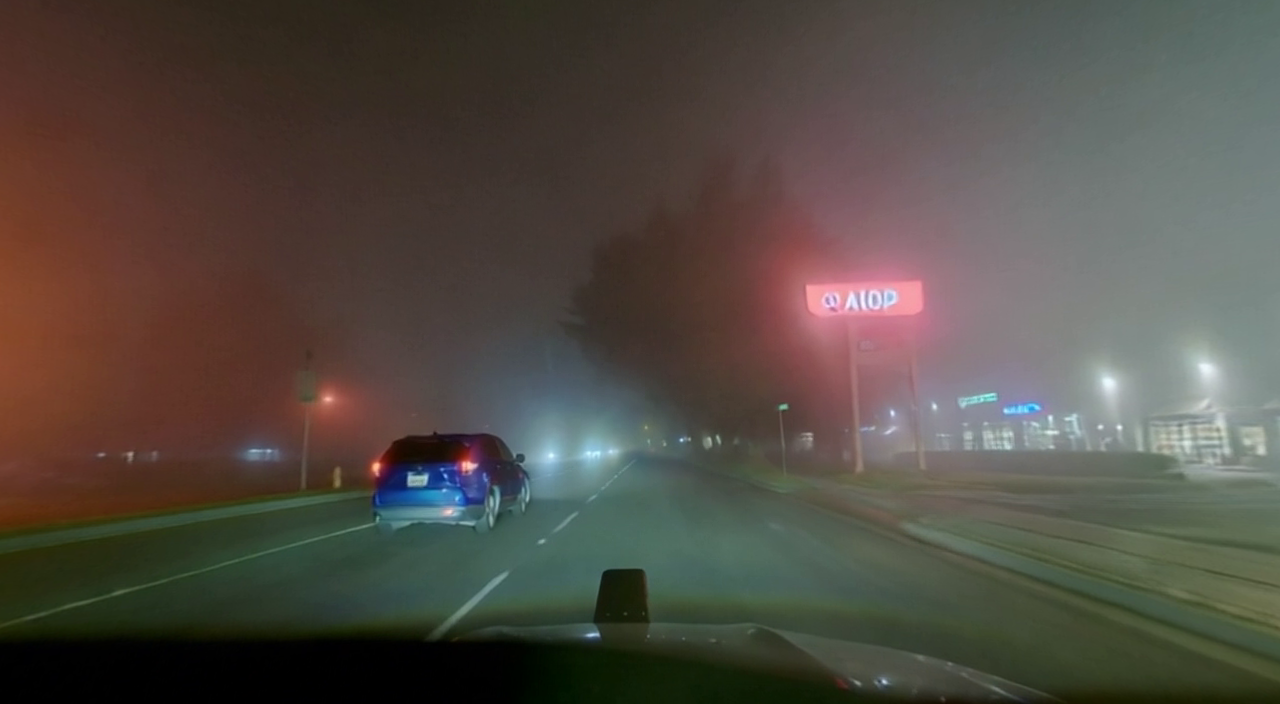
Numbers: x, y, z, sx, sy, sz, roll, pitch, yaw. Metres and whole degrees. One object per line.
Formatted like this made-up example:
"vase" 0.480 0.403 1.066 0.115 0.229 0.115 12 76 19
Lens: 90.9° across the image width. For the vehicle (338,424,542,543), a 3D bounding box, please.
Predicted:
"vehicle" -3.154 2.163 11.028 2.127 1.654 4.121 0 -8 1
